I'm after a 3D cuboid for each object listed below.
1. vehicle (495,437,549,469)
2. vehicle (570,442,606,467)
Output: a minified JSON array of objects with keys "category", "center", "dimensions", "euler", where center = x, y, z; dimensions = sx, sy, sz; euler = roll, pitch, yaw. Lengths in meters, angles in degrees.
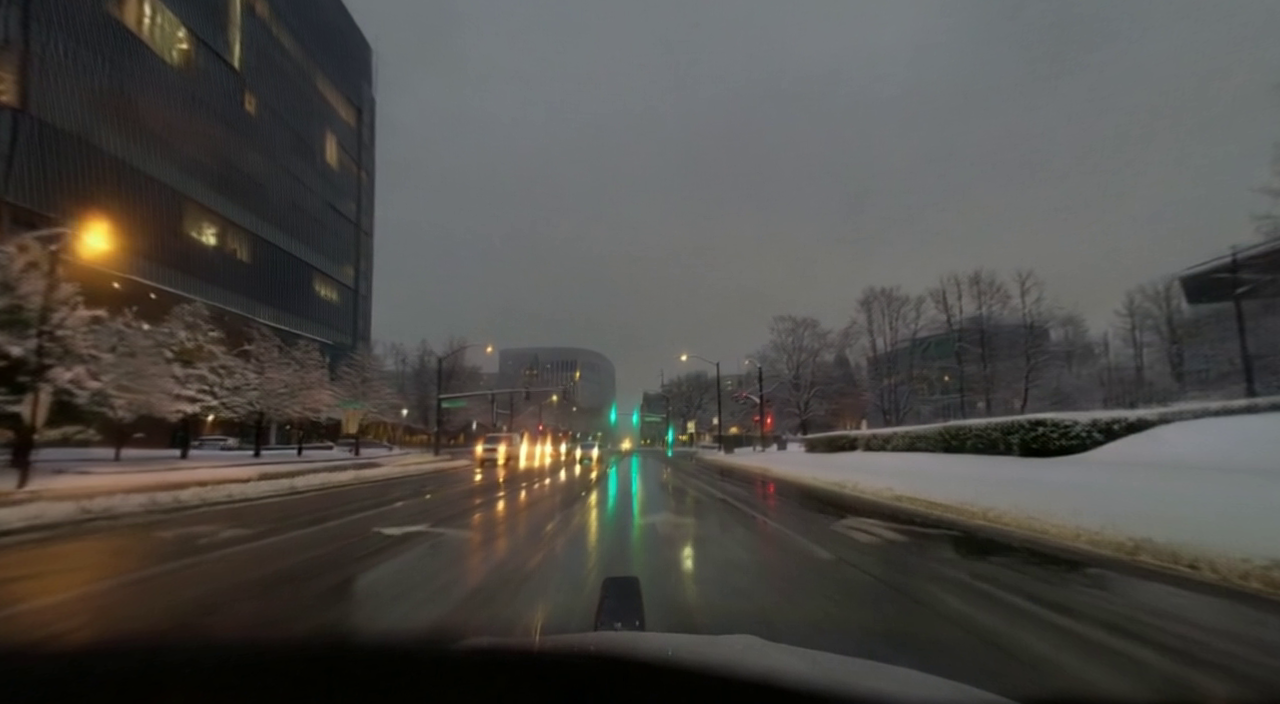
[{"category":"vehicle","center":[-7.163,6.217,38.824],"dimensions":[2.204,1.844,4.766],"euler":[0,-9,2]},{"category":"vehicle","center":[-3.780,7.559,46.560],"dimensions":[2.181,1.706,4.334],"euler":[0,-9,1]}]
